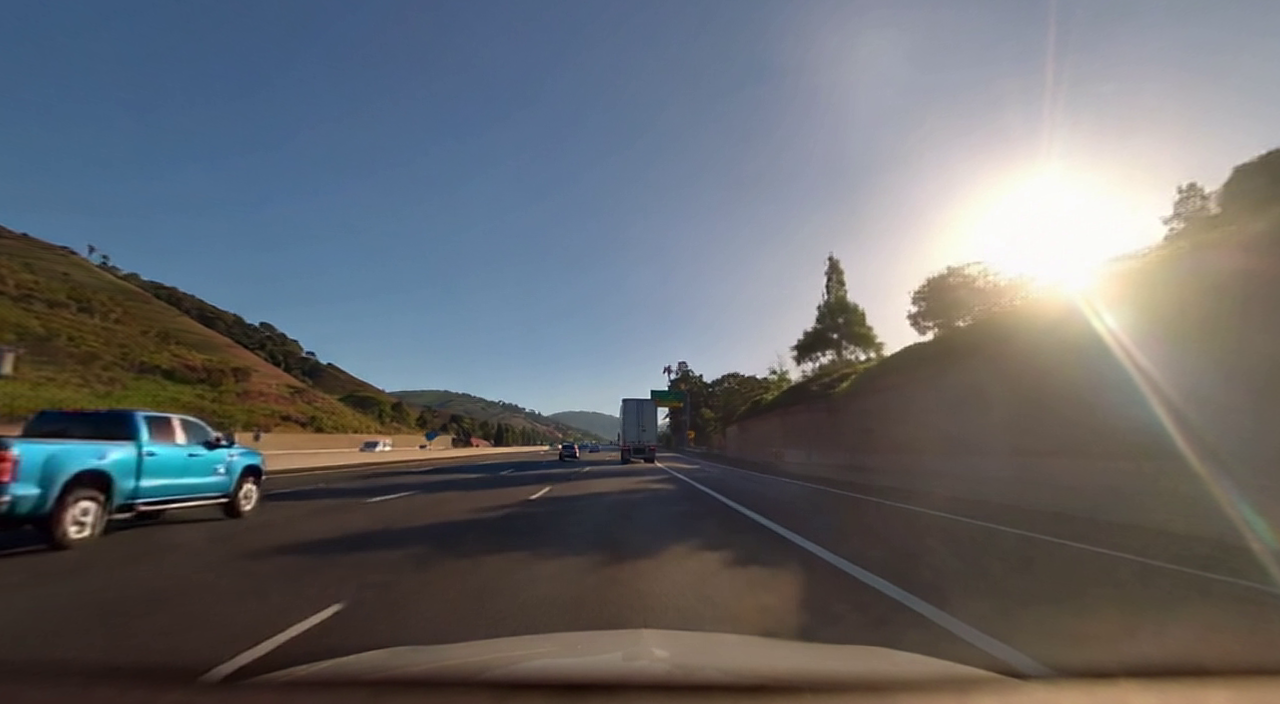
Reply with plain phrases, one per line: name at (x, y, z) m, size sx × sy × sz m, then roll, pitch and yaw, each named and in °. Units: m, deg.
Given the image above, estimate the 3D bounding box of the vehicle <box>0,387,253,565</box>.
vehicle at (-7.727, 1.519, 8.087) m, size 2.113 × 1.837 × 5.339 m, roll 0°, pitch -8°, yaw 0°

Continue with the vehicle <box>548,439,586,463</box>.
vehicle at (-4.733, 6.497, 41.556) m, size 1.983 × 1.508 × 4.060 m, roll 0°, pitch -8°, yaw 0°
